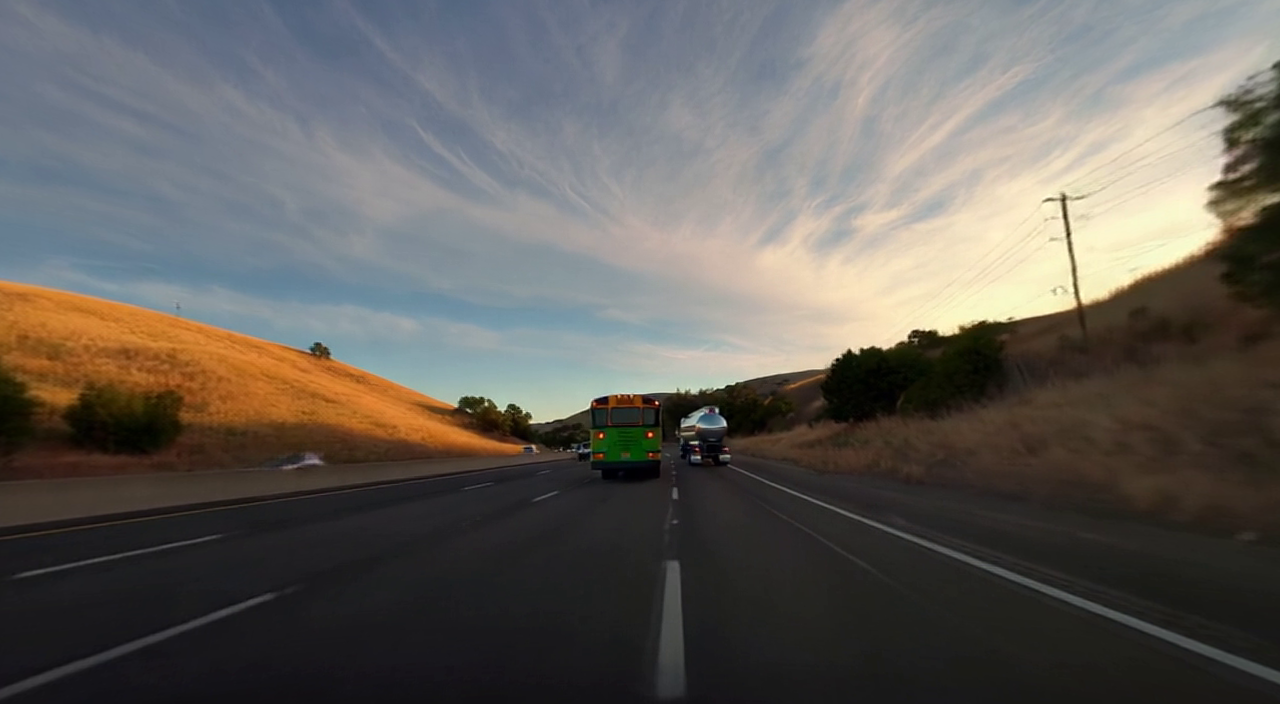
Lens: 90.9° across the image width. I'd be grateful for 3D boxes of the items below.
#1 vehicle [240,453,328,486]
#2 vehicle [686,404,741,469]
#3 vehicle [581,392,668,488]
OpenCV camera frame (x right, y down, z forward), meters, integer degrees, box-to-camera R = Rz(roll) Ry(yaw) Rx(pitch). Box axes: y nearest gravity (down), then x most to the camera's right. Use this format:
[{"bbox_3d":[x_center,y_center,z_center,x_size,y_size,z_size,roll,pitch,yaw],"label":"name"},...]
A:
[{"bbox_3d":[-17.879,5.893,31.905,1.842,1.482,4.133,-1,-8,3],"label":"vehicle"},{"bbox_3d":[4.479,5.388,39.835,2.716,3.705,7.018,0,-9,1],"label":"vehicle"},{"bbox_3d":[-0.295,3.796,27.066,2.948,3.265,10.569,0,-8,3],"label":"vehicle"}]
